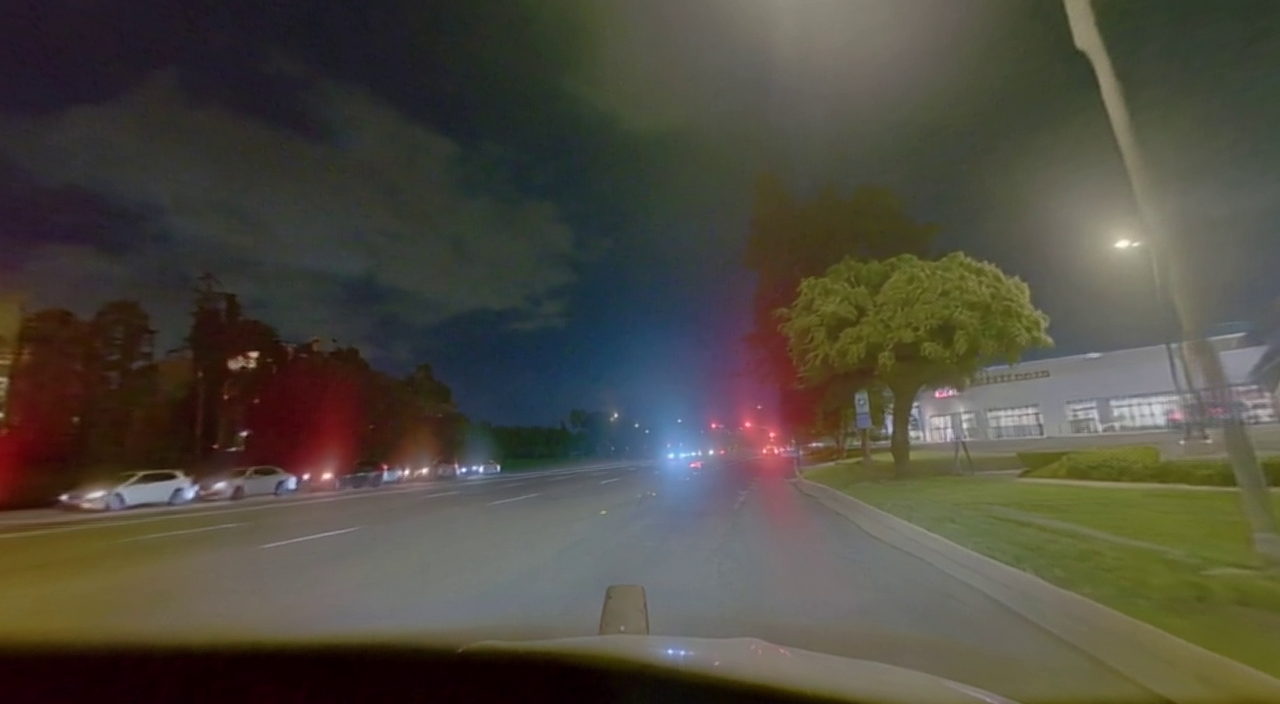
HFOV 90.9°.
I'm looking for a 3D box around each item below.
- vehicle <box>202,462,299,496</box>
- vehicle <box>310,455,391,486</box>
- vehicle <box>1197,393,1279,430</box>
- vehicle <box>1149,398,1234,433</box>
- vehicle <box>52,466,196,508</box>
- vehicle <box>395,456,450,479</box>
[{"bbox_3d":[-20.273,6.623,33.045,1.851,1.450,4.396,-8,-11,10],"label":"vehicle"},{"bbox_3d":[-18.517,7.623,40.598,1.967,1.683,5.223,-8,-12,12],"label":"vehicle"},{"bbox_3d":[28.950,2.845,30.125,3.327,1.369,1.514,-4,-10,-11],"label":"vehicle"},{"bbox_3d":[29.301,3.392,33.511,3.335,1.398,1.535,-4,-10,-14],"label":"vehicle"},{"bbox_3d":[-21.541,5.597,26.557,1.832,1.473,4.377,-2,-9,13],"label":"vehicle"},{"bbox_3d":[-16.726,8.911,48.700,1.918,1.503,4.632,-7,-11,11],"label":"vehicle"}]
